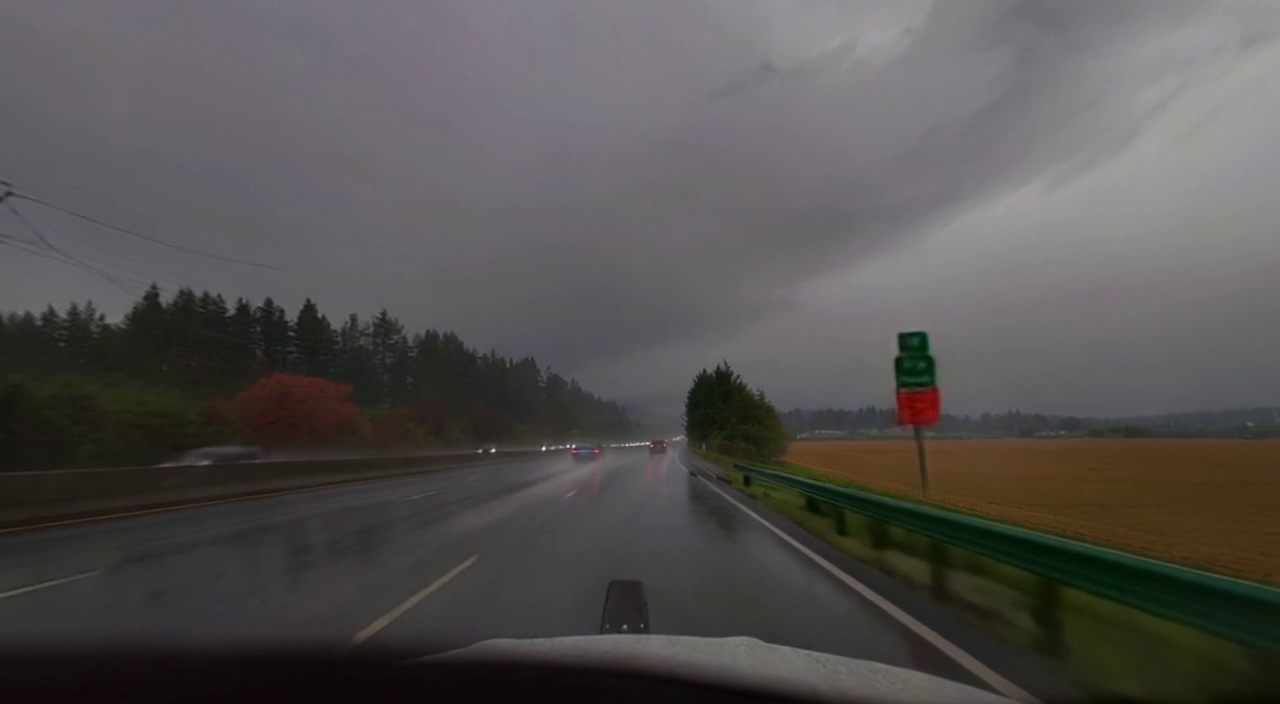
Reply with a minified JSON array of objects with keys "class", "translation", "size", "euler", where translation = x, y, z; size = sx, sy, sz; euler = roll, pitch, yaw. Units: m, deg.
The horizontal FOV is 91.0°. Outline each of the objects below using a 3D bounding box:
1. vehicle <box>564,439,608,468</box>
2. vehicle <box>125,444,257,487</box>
[{"class":"vehicle","translation":[-2.988,5.736,35.785],"size":[2.021,1.515,4.453],"euler":[0,-8,2]},{"class":"vehicle","translation":[-16.123,4.065,22.877],"size":[1.986,1.424,3.739],"euler":[0,-8,1]}]
